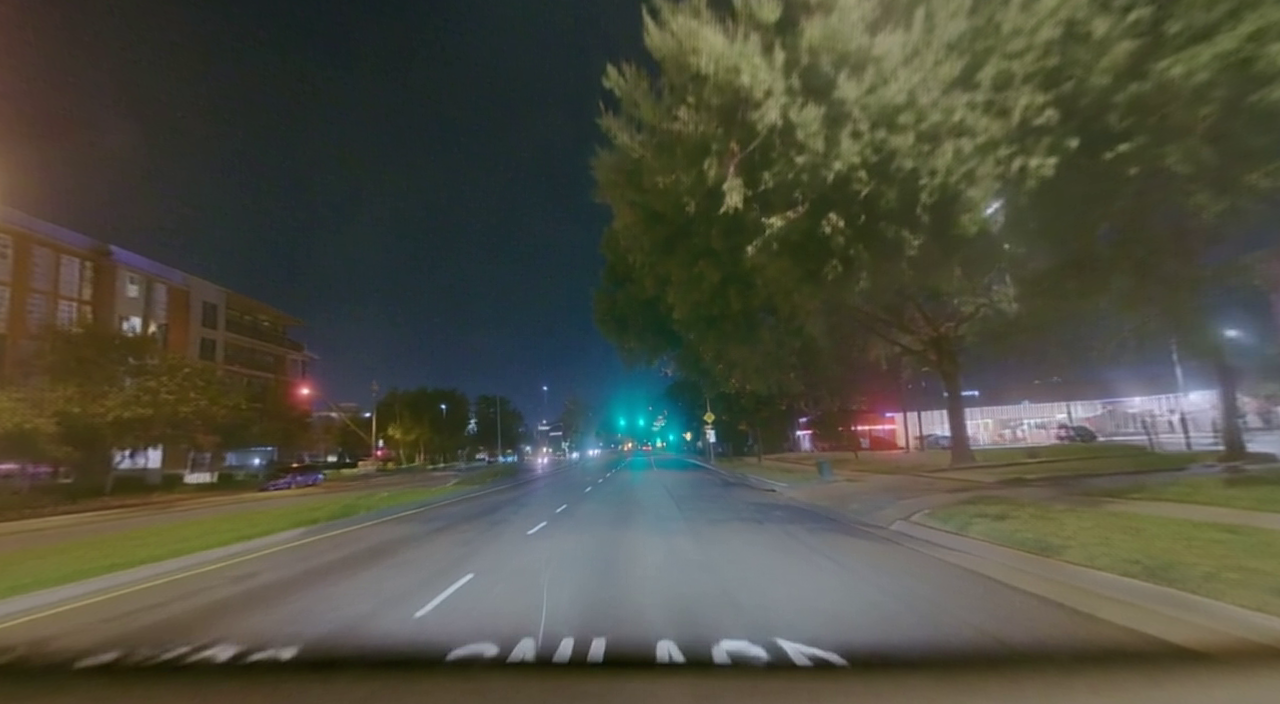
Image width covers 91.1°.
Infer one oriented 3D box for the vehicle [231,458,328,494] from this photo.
[{"bbox_3d":[-17.405,5.972,30.579,1.861,1.541,4.530,-1,-9,3],"label":"vehicle"}]
